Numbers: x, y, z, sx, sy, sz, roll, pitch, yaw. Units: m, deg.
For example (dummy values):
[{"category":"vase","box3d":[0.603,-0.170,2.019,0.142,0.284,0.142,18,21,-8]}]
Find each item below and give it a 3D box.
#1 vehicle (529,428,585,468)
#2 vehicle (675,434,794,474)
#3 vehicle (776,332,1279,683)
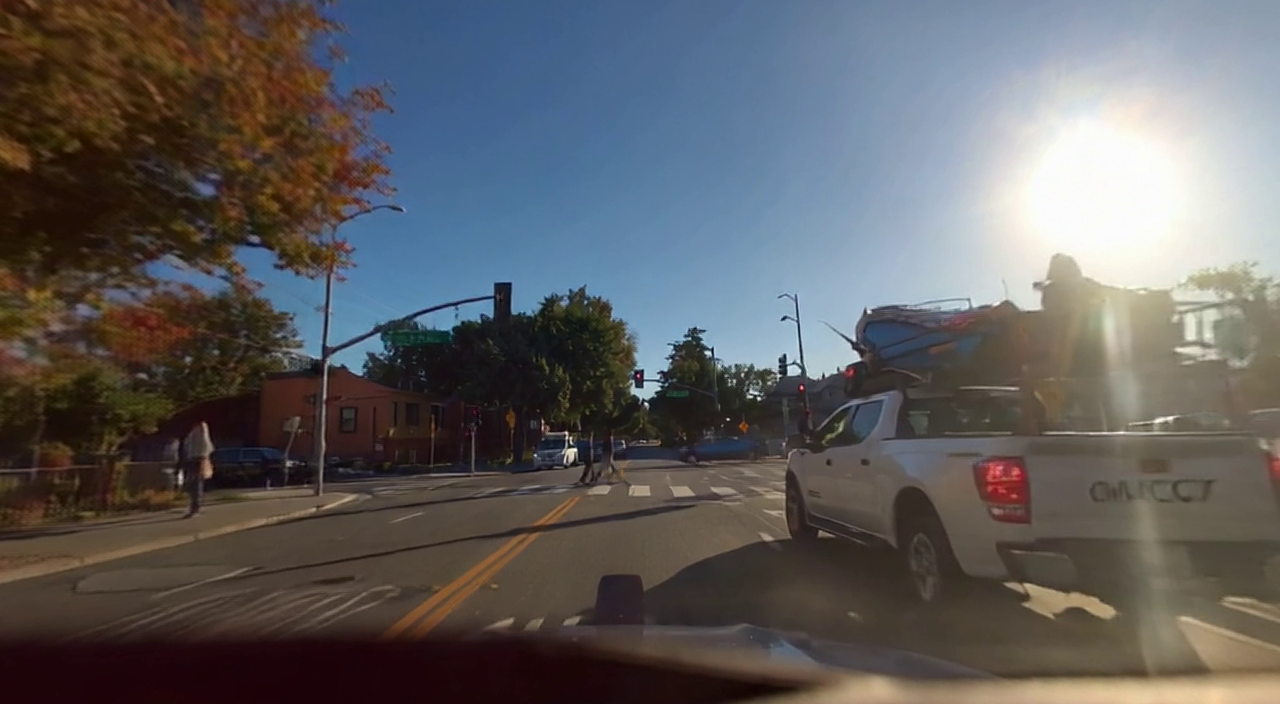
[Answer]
[{"category":"vehicle","box3d":[-5.721,6.789,44.764,2.896,2.560,7.322,0,-8,0]},{"category":"vehicle","box3d":[4.056,4.442,27.717,4.771,1.630,1.979,1,-9,-5]},{"category":"vehicle","box3d":[3.100,1.278,6.436,2.177,2.015,5.463,0,-8,0]}]
